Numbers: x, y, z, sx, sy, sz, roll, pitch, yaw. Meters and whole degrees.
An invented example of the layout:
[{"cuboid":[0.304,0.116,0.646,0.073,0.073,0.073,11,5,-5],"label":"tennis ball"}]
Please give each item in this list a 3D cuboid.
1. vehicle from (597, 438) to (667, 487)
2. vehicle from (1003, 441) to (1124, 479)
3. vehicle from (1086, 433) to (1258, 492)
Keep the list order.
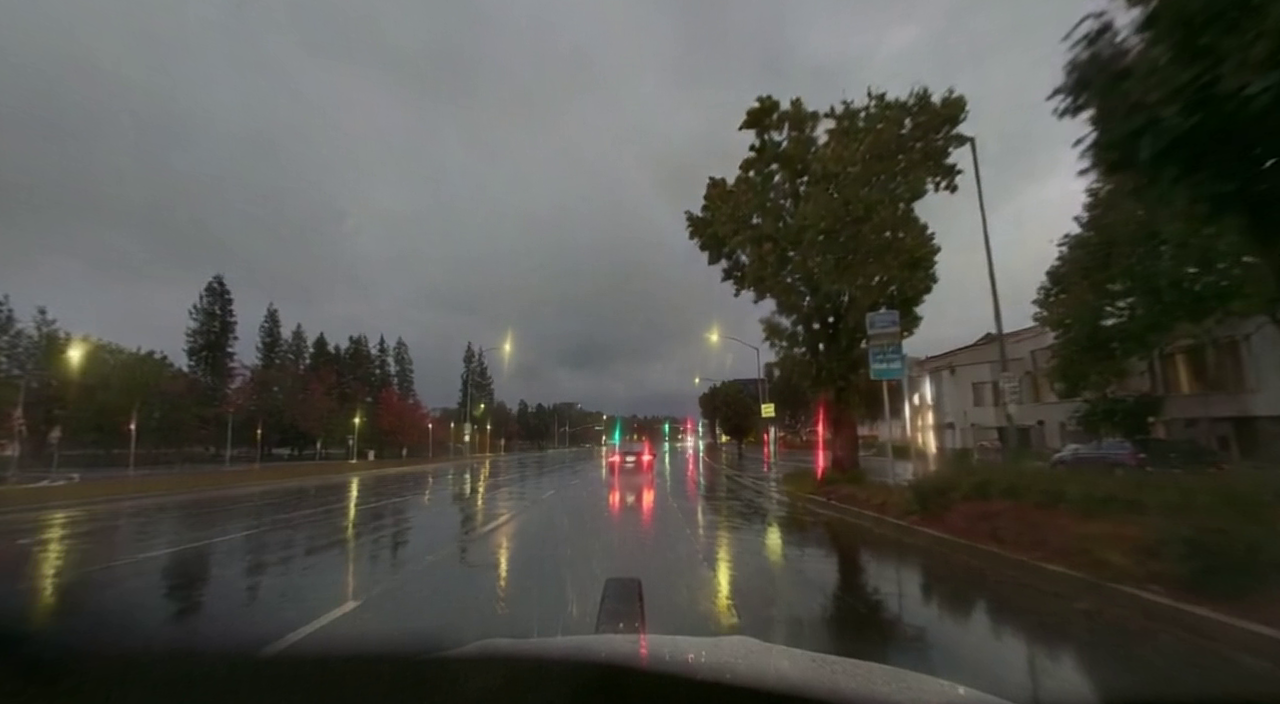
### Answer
[{"cuboid":[-0.193,3.708,21.503,2.133,1.481,4.276,0,-8,1],"label":"vehicle"},{"cuboid":[17.516,4.470,26.471,1.857,1.441,4.721,0,-8,1],"label":"vehicle"},{"cuboid":[17.429,3.596,21.068,1.942,1.690,4.453,-2,-8,3],"label":"vehicle"}]
